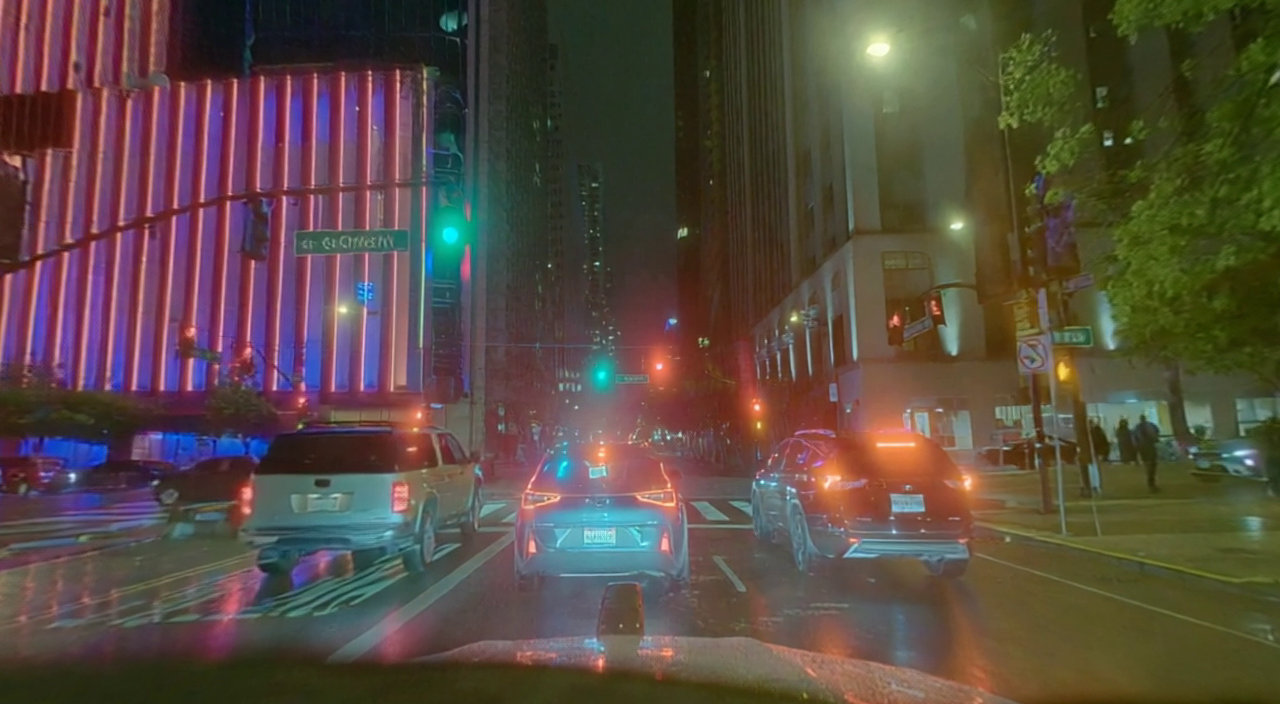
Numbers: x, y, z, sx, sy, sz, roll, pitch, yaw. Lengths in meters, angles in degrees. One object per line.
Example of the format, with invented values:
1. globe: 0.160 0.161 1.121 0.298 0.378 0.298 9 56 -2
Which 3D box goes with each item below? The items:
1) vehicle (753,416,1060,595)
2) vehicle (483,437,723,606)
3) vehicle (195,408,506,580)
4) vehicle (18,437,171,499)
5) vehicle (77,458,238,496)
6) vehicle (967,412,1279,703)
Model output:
1. vehicle: 3.034 1.849 8.616 2.072 1.735 4.759 0 -8 0
2. vehicle: -0.355 1.789 7.656 2.092 1.454 4.132 0 -8 -1
3. vehicle: -3.684 1.920 9.510 2.190 1.840 5.272 0 -8 0
4. vehicle: -30.877 6.523 35.938 5.896 3.276 2.809 1 -8 1
5. vehicle: -20.261 5.246 26.710 5.153 1.449 1.966 0 -8 0
6. vehicle: 2.737 0.807 1.116 1.902 1.454 4.540 0 -8 0
